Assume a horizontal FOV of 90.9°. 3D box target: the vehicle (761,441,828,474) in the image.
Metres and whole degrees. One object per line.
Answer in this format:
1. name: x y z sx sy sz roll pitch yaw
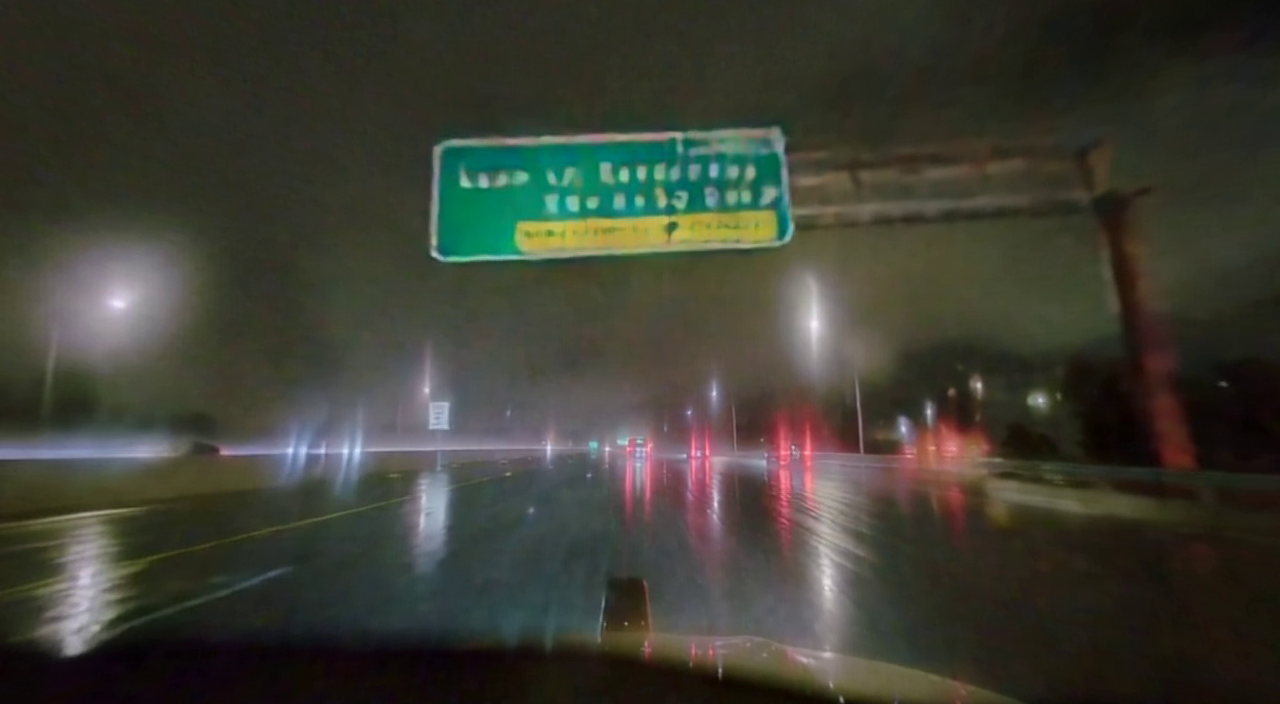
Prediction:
1. vehicle: 7.657 5.281 31.784 2.031 1.524 4.657 0 -8 -2

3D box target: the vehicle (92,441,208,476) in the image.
1. vehicle: -22.250 4.832 28.881 1.815 1.450 4.401 0 -8 -1
